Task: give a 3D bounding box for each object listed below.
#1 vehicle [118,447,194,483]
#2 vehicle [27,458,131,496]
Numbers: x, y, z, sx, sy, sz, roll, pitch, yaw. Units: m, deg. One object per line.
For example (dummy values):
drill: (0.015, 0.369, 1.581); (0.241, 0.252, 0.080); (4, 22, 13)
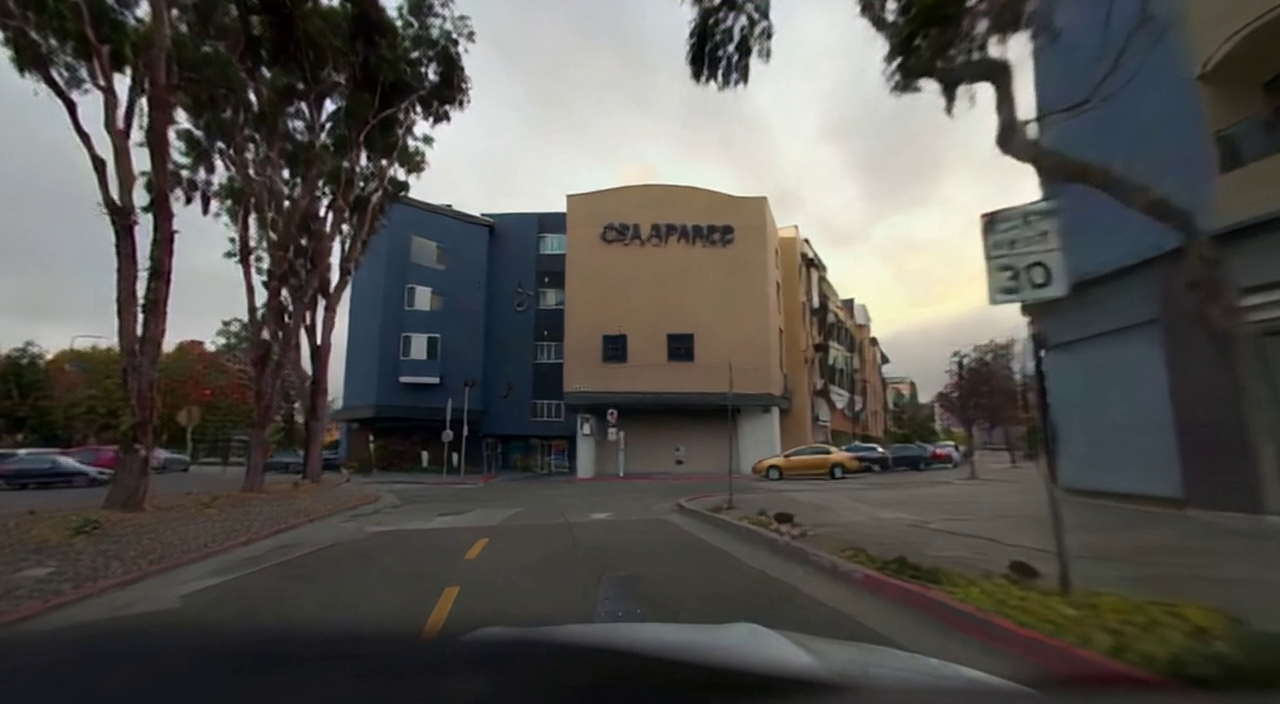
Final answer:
vehicle: (-29.667, 6.912, 38.745); (1.870, 1.563, 4.039); (13, -8, -11)
vehicle: (-25.883, 5.792, 29.221); (1.675, 1.587, 3.980); (0, -11, -11)
